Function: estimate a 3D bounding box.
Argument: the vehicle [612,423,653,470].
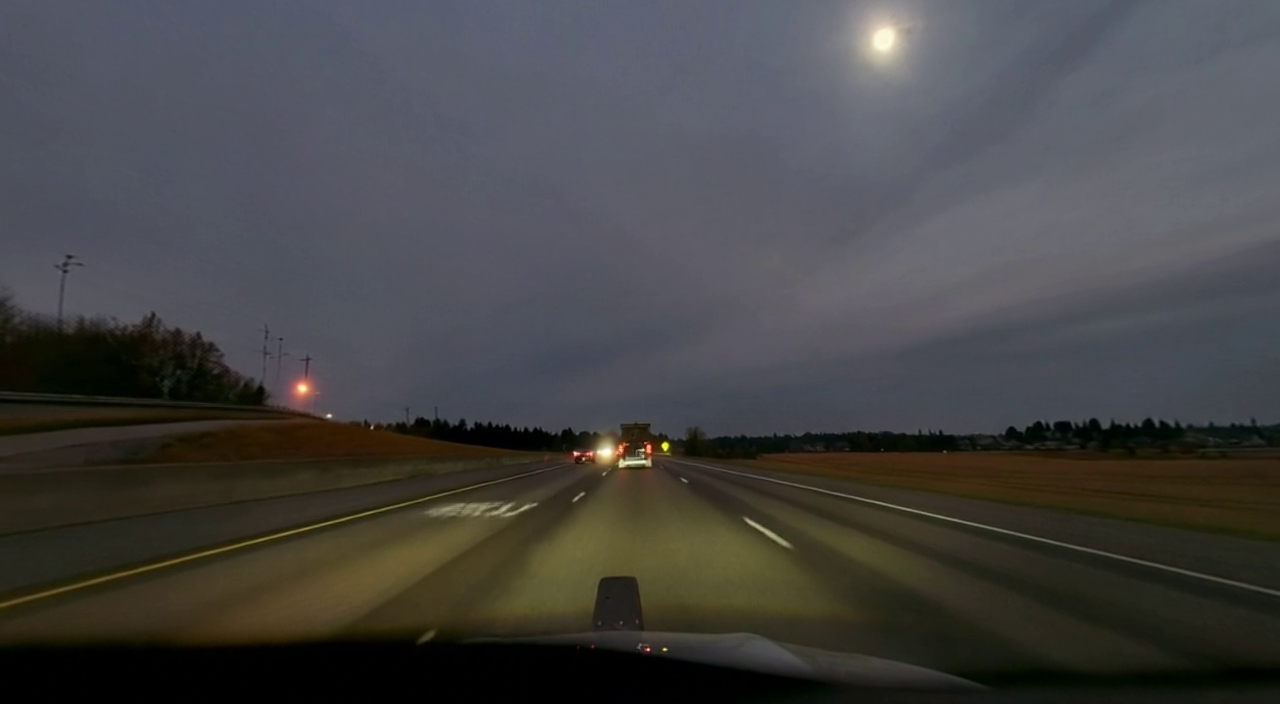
[{"bbox_3d":[-0.552,6.722,45.021,2.672,3.056,6.900,0,-9,-1],"label":"vehicle"}]
